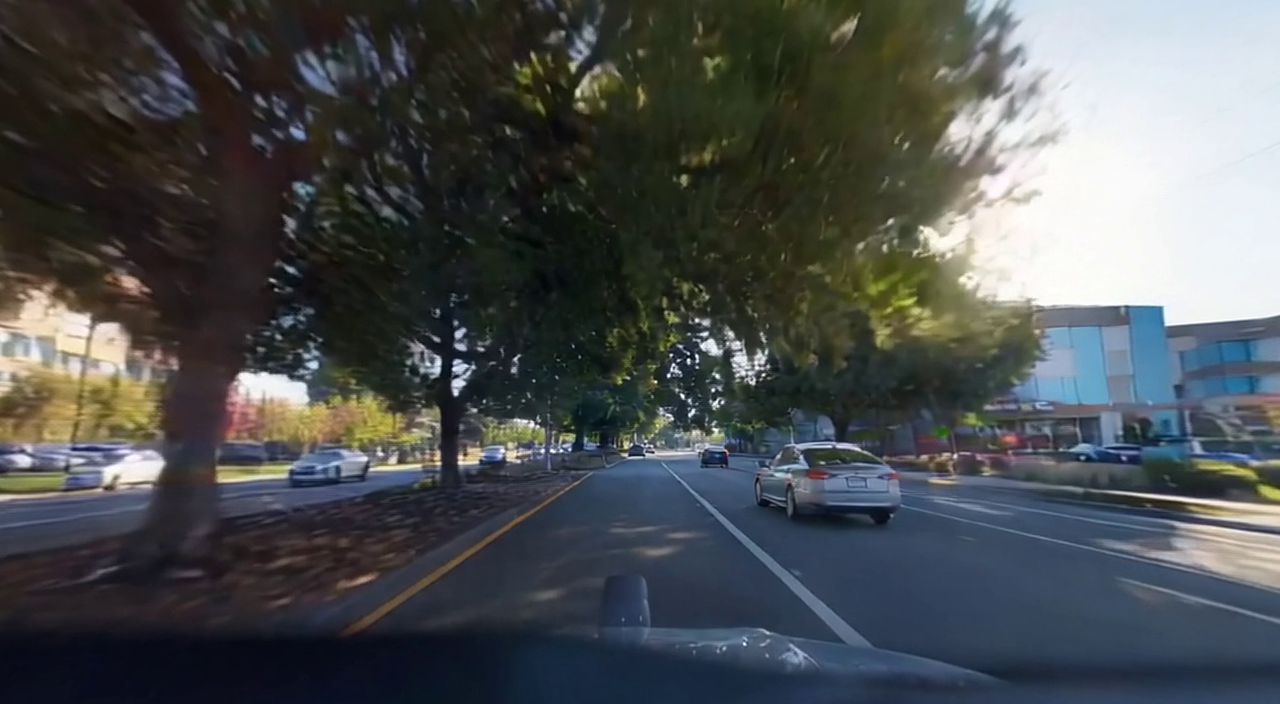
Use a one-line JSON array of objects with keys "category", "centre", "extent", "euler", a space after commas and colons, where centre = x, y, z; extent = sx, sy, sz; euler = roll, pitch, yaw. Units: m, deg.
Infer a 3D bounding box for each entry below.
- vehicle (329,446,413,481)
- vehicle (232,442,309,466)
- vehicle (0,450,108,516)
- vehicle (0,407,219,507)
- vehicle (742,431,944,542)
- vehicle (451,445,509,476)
[{"category": "vehicle", "centre": [-12.336, 5.121, 29.099], "extent": [1.878, 1.470, 4.477], "euler": [0, -9, 0]}, {"category": "vehicle", "centre": [-28.939, 7.977, 49.238], "extent": [4.901, 1.520, 1.939], "euler": [-4, -7, -1]}, {"category": "vehicle", "centre": [-15.383, 3.047, 14.657], "extent": [1.862, 1.460, 4.677], "euler": [0, -9, -1]}, {"category": "vehicle", "centre": [-18.576, 2.981, 17.542], "extent": [2.964, 2.641, 15.868], "euler": [-2, -9, 0]}, {"category": "vehicle", "centre": [3.173, 2.187, 10.917], "extent": [1.935, 1.501, 4.384], "euler": [0, -9, -2]}, {"category": "vehicle", "centre": [-8.429, 5.734, 33.502], "extent": [1.926, 1.509, 4.303], "euler": [0, -9, 1]}]
